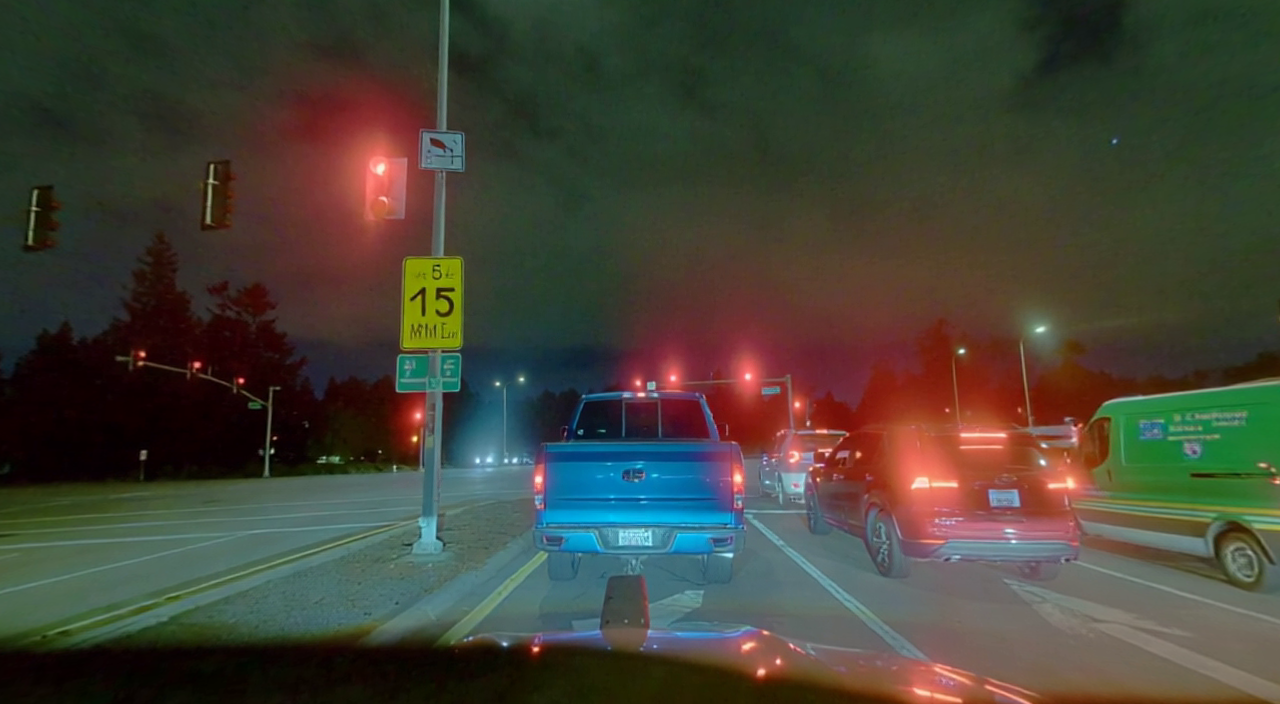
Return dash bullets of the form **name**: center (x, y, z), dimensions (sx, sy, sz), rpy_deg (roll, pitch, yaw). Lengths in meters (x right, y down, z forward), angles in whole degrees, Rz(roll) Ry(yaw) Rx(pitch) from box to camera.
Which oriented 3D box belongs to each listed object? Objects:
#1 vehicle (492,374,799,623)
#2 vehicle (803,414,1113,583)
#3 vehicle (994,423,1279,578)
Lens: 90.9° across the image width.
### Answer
- **vehicle**: center (0.083, 1.474, 7.355), dimensions (2.326, 1.880, 4.964), rpy_deg (0, -8, 1)
- **vehicle**: center (3.604, 1.717, 8.174), dimensions (1.981, 1.616, 4.006), rpy_deg (0, -8, 1)
- **vehicle**: center (6.866, 1.740, 8.244), dimensions (1.973, 1.470, 4.228), rpy_deg (0, -8, 0)
